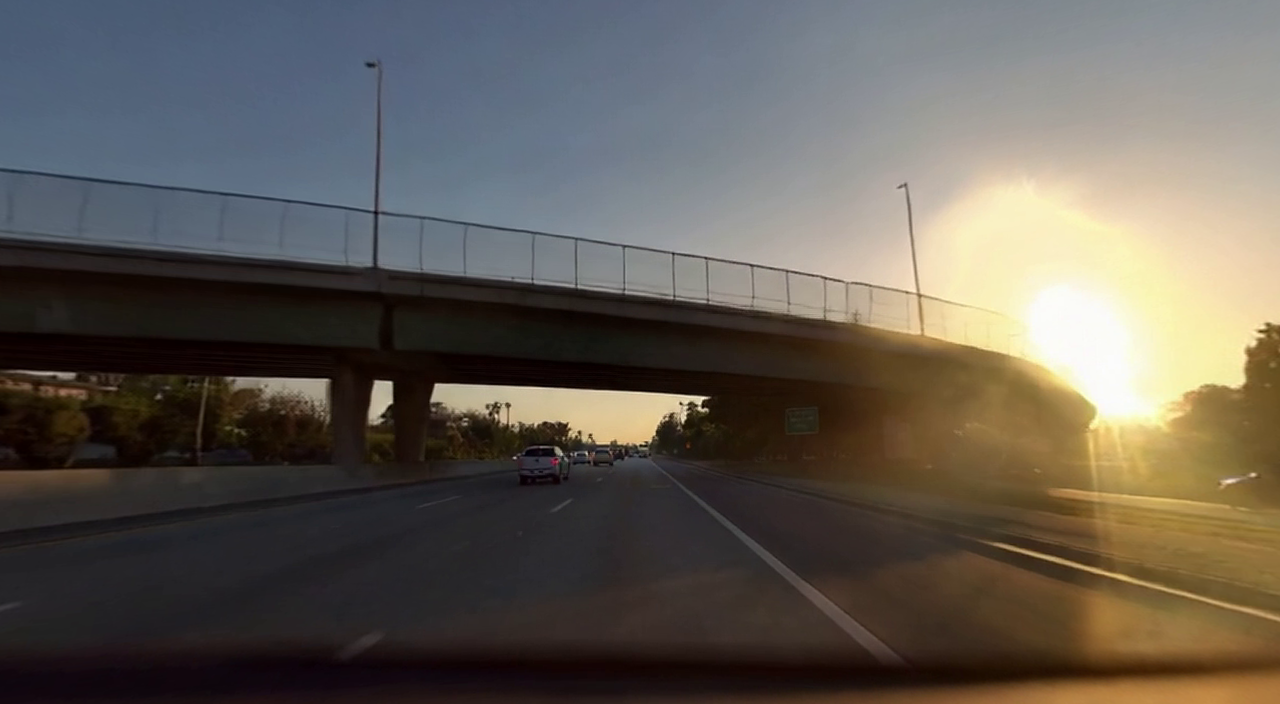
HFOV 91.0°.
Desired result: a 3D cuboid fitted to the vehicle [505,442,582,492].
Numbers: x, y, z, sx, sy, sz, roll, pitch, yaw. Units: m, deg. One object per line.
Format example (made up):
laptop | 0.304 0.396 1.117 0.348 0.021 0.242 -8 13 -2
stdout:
vehicle | -3.610 4.412 24.591 2.162 1.747 4.791 0 -9 1
